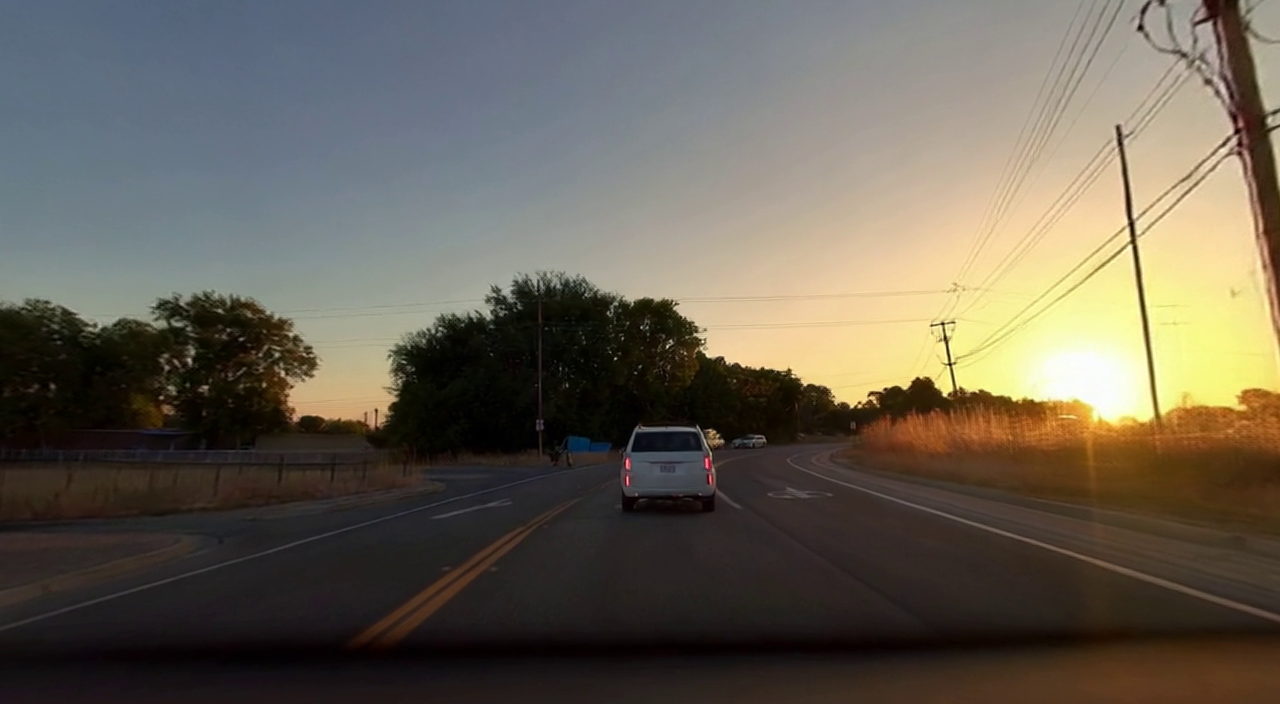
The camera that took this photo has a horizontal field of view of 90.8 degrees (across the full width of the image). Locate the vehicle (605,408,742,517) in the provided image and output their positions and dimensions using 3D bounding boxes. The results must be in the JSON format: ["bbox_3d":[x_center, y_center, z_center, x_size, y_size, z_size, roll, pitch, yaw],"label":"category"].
[{"bbox_3d":[0.644,2.255,13.291,2.364,1.859,4.538,0,-8,2],"label":"vehicle"}]
